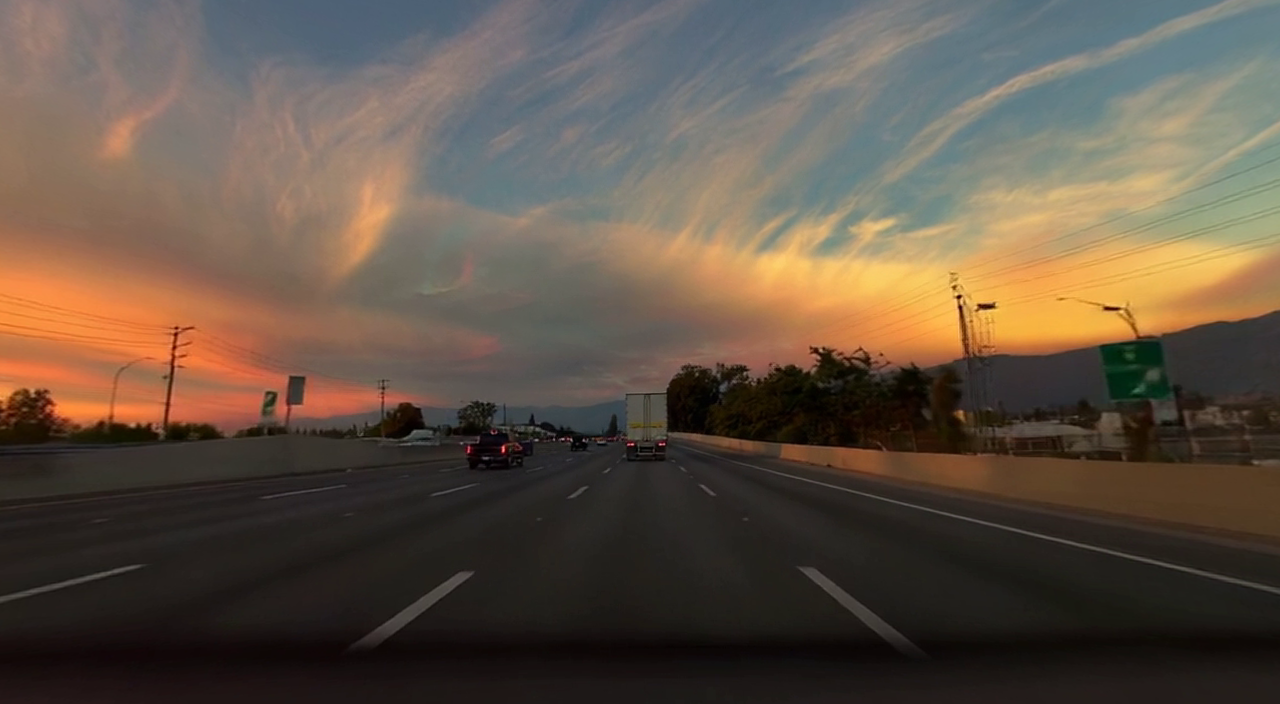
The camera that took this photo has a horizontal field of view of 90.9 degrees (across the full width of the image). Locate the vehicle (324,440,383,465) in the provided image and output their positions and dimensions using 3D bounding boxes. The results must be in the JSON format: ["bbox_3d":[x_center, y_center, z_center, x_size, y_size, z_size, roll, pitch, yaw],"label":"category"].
[{"bbox_3d":[-17.607,6.186,38.995,1.709,1.442,4.029,0,-8,1],"label":"vehicle"}]

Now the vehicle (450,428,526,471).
[{"bbox_3d":[-6.972,4.560,29.647,2.197,1.847,5.364,0,-8,1],"label":"vehicle"}]

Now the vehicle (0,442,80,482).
[{"bbox_3d":[-25.568,4.381,25.275,1.956,1.553,4.530,0,-8,1],"label":"vehicle"}]

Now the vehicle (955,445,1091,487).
[{"bbox_3d":[15.204,4.534,25.433,1.757,1.437,4.897,4,-9,-12],"label":"vehicle"}]

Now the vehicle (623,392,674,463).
[{"bbox_3d":[0.686,5.096,41.519,2.879,4.027,11.243,0,-8,2],"label":"vehicle"}]
